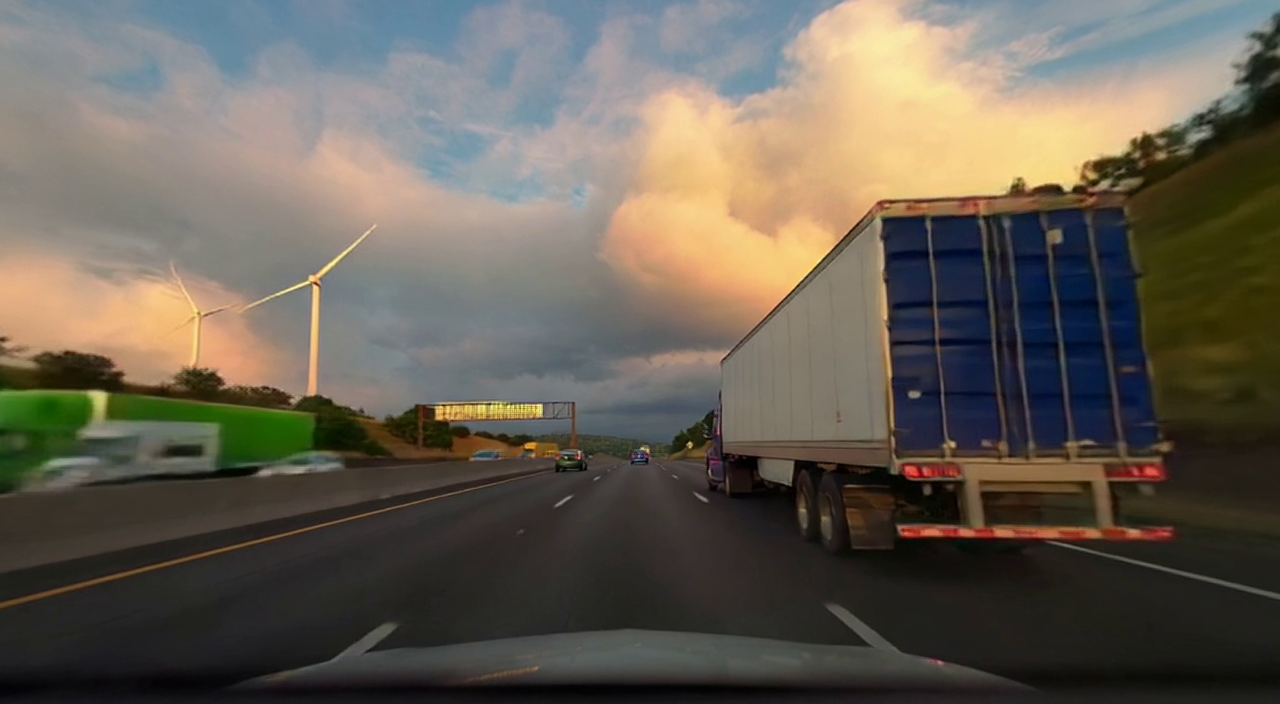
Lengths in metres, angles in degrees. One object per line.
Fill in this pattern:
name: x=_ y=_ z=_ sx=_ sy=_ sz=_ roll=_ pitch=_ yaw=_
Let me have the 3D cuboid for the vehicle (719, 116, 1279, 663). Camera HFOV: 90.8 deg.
vehicle: x=3.849 y=1.161 z=11.307 sx=2.947 sy=3.989 sz=13.568 roll=0 pitch=-9 yaw=-1

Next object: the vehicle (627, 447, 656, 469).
vehicle: x=0.078 y=7.442 z=44.278 sx=1.931 sy=1.453 sz=3.695 roll=0 pitch=-9 yaw=-1

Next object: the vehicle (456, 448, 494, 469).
vehicle: x=-12.021 y=7.765 z=46.162 sx=1.780 sy=1.383 sz=3.624 roll=0 pitch=-9 yaw=1

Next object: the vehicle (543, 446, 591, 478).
vehicle: x=-3.694 y=5.645 z=32.571 sx=1.952 sy=1.521 sz=4.095 roll=0 pitch=-9 yaw=1

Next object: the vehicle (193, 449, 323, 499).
vehicle: x=-11.869 y=3.769 z=19.929 sx=1.718 sy=1.398 sz=3.703 roll=0 pitch=-9 yaw=1

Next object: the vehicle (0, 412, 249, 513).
vehicle: x=-15.684 y=3.332 z=19.558 sx=2.615 sy=2.529 sz=6.897 roll=0 pitch=-9 yaw=0
